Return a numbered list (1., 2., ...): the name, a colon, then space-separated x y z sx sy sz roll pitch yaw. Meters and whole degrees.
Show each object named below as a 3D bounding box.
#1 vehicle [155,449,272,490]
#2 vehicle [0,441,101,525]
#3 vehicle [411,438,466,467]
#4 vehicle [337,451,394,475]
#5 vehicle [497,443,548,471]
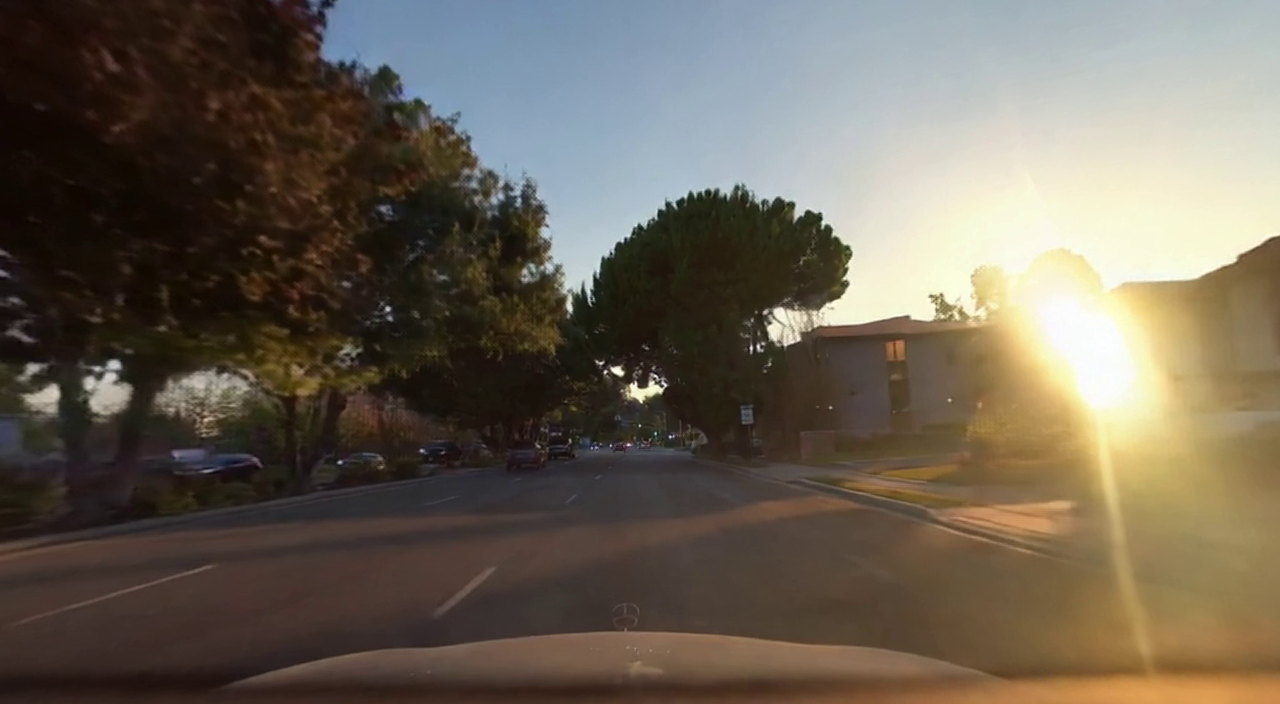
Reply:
1. vehicle: -18.049 4.942 27.042 1.874 1.587 4.492 0 -9 0
2. vehicle: -14.702 2.877 13.912 1.947 1.784 4.175 0 -9 0
3. vehicle: -15.095 7.569 47.676 2.326 2.030 5.373 0 -9 1
4. vehicle: -17.936 7.290 41.561 1.794 1.449 4.384 0 -9 0
5. vehicle: -6.461 5.824 35.289 1.970 1.456 4.441 0 -9 0
